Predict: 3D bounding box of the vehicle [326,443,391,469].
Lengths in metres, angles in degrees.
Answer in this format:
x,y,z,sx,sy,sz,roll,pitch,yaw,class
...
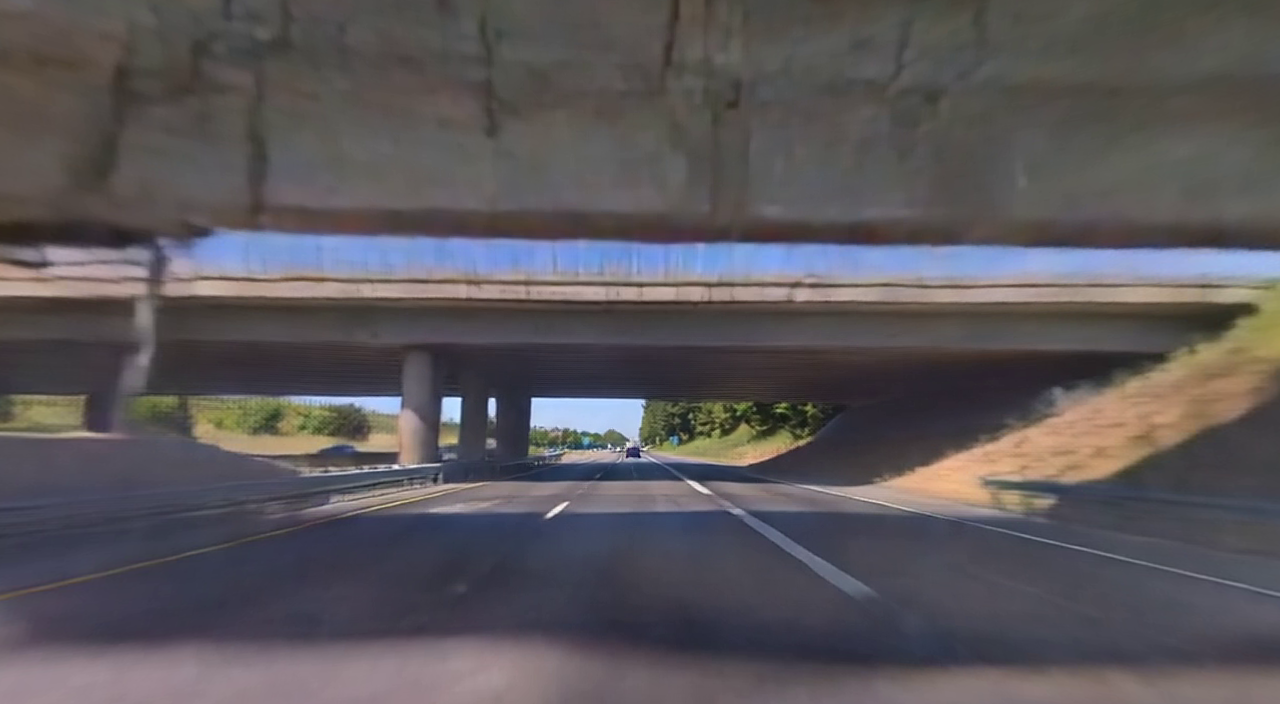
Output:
x,y,z,sx,sy,sz,roll,pitch,yaw,class
-16.868,6.262,38.066,1.846,1.467,4.569,0,-9,-1,vehicle

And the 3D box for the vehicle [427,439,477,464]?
x,y,z,sx,sy,sz,roll,pitch,yaw,class
-13.273,7.045,44.763,2.204,1.648,4.529,0,-9,-1,vehicle
